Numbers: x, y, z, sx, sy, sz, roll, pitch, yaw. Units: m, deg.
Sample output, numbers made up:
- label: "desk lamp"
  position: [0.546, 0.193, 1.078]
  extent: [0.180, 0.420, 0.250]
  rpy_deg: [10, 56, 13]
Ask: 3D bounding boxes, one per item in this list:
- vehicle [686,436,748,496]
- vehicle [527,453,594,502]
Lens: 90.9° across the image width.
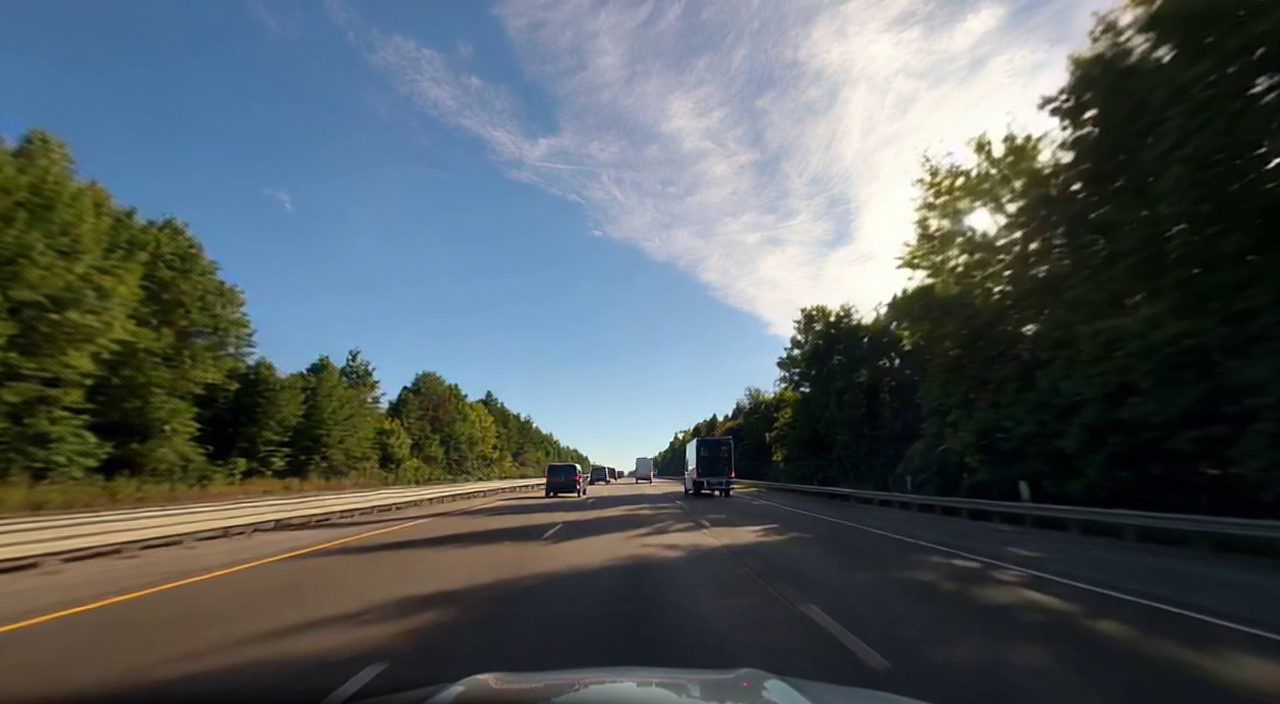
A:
- label: "vehicle"
  position: [4.085, 6.246, 34.517]
  extent: [2.703, 2.988, 5.097]
  rpy_deg: [1, -10, 0]
- label: "vehicle"
  position: [-3.293, 5.350, 27.041]
  extent: [2.204, 1.852, 4.661]
  rpy_deg: [1, -10, 1]
